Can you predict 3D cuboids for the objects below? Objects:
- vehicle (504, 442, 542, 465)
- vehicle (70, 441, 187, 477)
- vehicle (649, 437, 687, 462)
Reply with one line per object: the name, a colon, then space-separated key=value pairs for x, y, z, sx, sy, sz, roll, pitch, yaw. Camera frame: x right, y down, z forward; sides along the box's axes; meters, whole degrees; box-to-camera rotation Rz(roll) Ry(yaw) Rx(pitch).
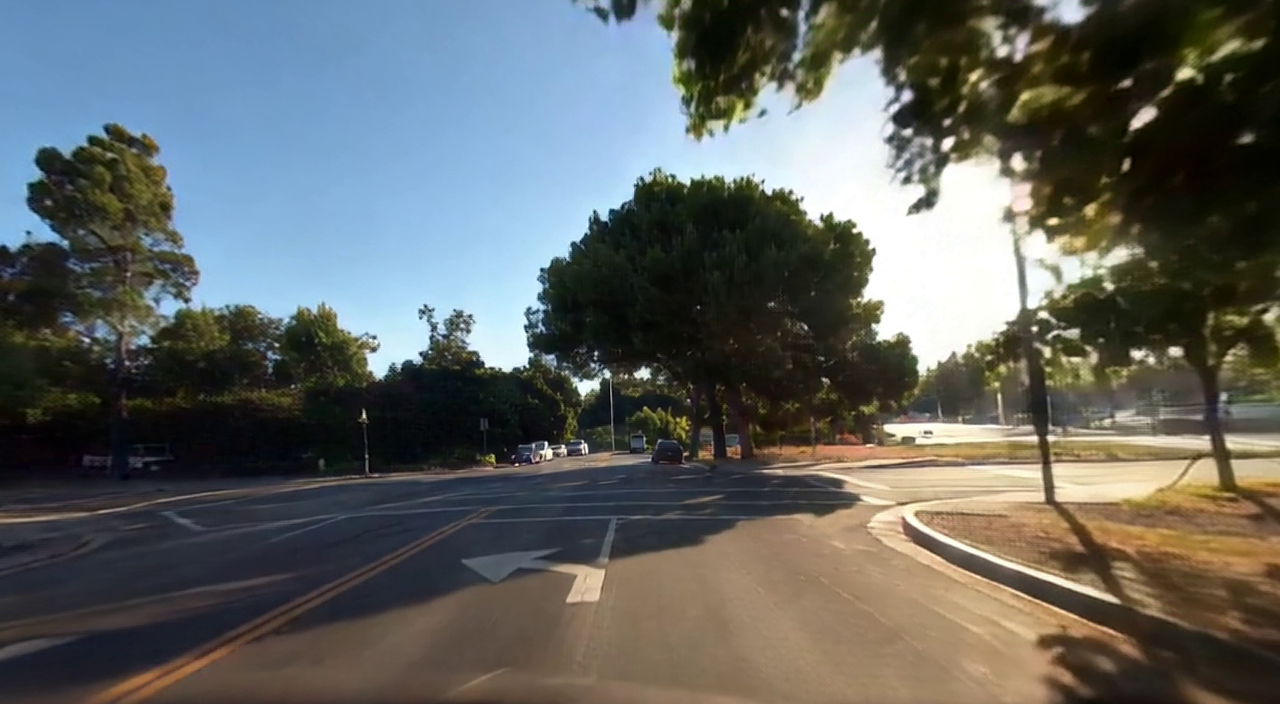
vehicle: x=-8.294 y=7.234 z=45.087 sx=2.102 sy=1.507 sz=4.049 roll=0 pitch=-8 yaw=-2
vehicle: x=-27.646 y=5.744 z=34.108 sx=4.986 sy=1.796 sz=2.066 roll=-2 pitch=-8 yaw=12
vehicle: x=1.695 y=6.151 z=39.794 sx=2.051 sy=1.461 sz=4.100 roll=0 pitch=-8 yaw=-2
